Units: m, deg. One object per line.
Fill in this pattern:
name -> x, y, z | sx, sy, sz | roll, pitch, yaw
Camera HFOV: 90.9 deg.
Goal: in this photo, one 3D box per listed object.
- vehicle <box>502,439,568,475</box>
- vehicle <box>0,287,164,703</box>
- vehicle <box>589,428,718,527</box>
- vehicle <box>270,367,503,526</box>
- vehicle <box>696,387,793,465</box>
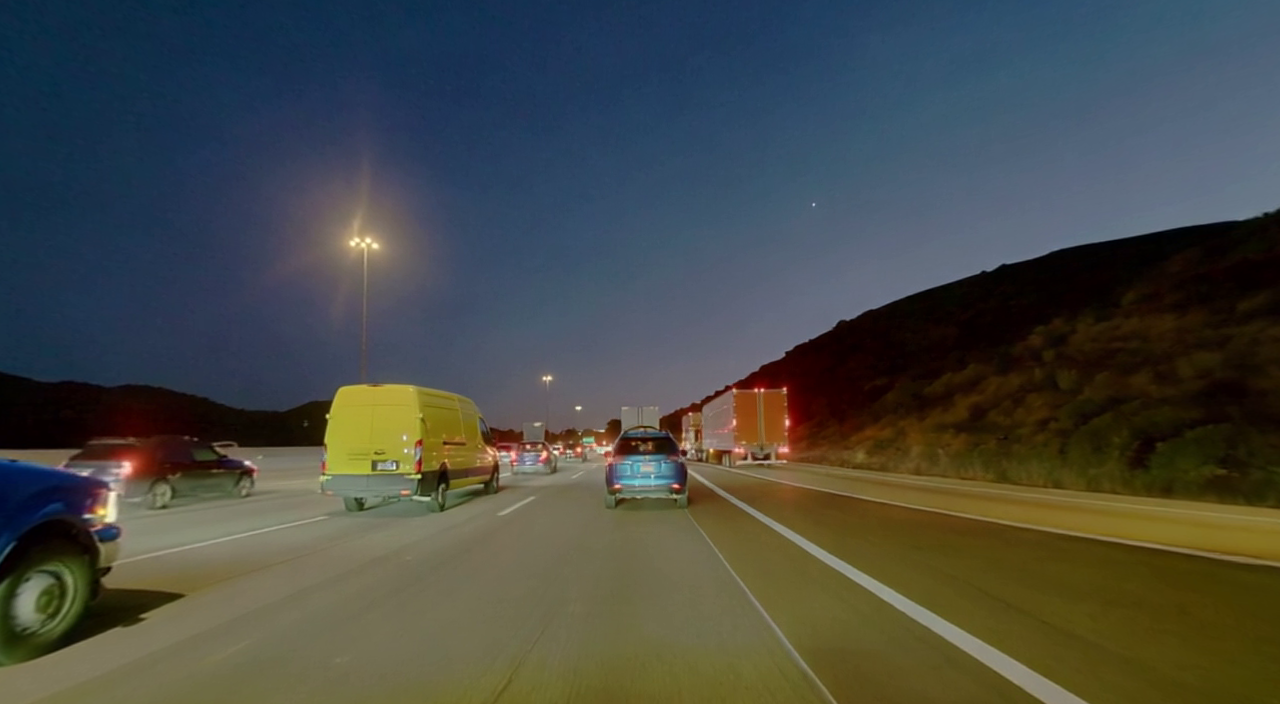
vehicle -> -4.485, 4.562, 27.658 | 2.007, 1.457, 4.447 | -1, -8, 1
vehicle -> -4.245, 0.476, 1.329 | 2.195, 2.086, 5.445 | 0, -8, 0
vehicle -> 0.174, 2.249, 11.838 | 2.003, 1.499, 3.930 | 0, -8, -1
vehicle -> -4.649, 1.913, 12.933 | 2.300, 2.522, 5.701 | 0, -8, 1
vehicle -> 6.540, 5.318, 43.348 | 2.989, 4.277, 16.586 | 0, -8, -3
